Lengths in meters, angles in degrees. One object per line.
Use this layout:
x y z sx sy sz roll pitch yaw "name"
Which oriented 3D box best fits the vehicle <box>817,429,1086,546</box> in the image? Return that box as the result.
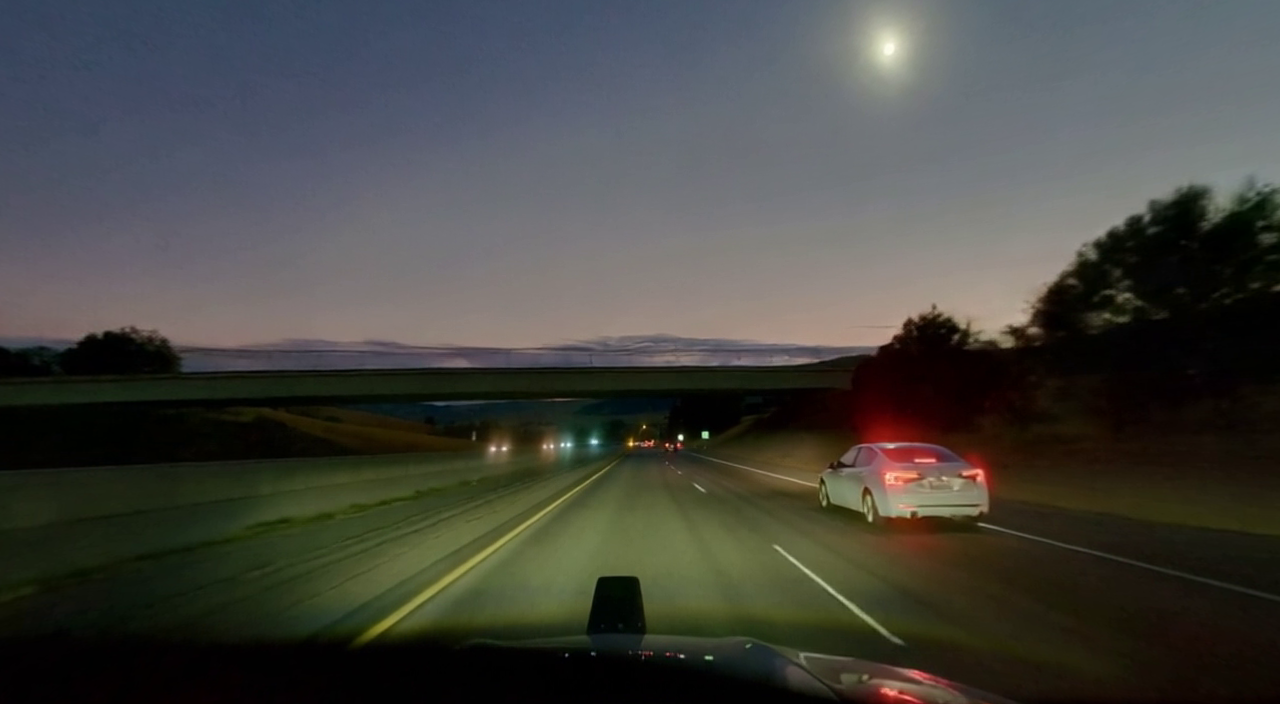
4.685 2.088 10.531 2.027 1.487 4.718 0 -8 -1 "vehicle"
